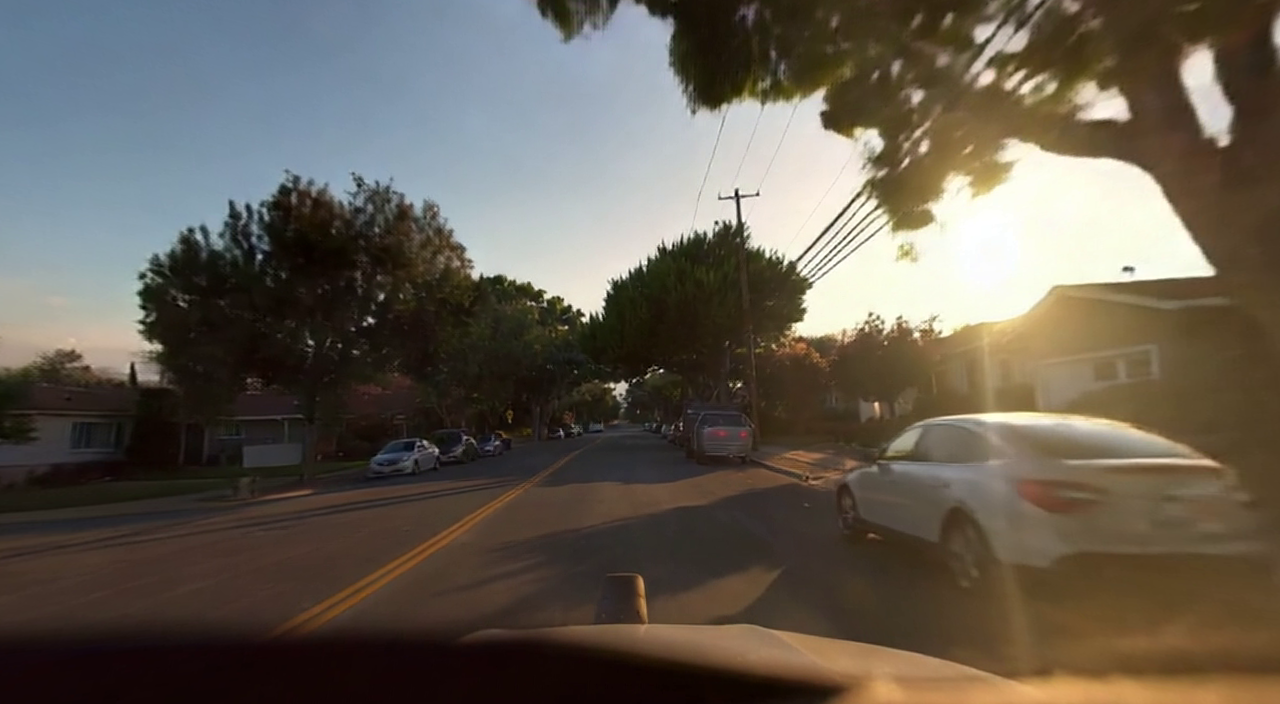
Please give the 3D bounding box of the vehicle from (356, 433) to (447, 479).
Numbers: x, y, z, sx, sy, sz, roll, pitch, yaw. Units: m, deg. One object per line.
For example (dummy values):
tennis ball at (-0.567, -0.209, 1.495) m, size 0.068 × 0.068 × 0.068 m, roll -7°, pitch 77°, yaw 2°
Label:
vehicle at (-8.423, 3.704, 22.707) m, size 1.821 × 1.476 × 4.060 m, roll 0°, pitch -8°, yaw -3°

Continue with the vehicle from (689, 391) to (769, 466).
vehicle at (3.056, 2.785, 22.588) m, size 2.233 × 2.453 × 3.787 m, roll 0°, pitch -8°, yaw -1°

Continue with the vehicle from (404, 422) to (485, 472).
vehicle at (-8.594, 4.181, 28.214) m, size 2.163 × 1.841 × 4.679 m, roll -6°, pitch -7°, yaw -2°

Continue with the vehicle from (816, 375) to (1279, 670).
vehicle at (3.562, 1.338, 6.173) m, size 2.079 × 1.681 × 4.933 m, roll 0°, pitch -8°, yaw -2°
